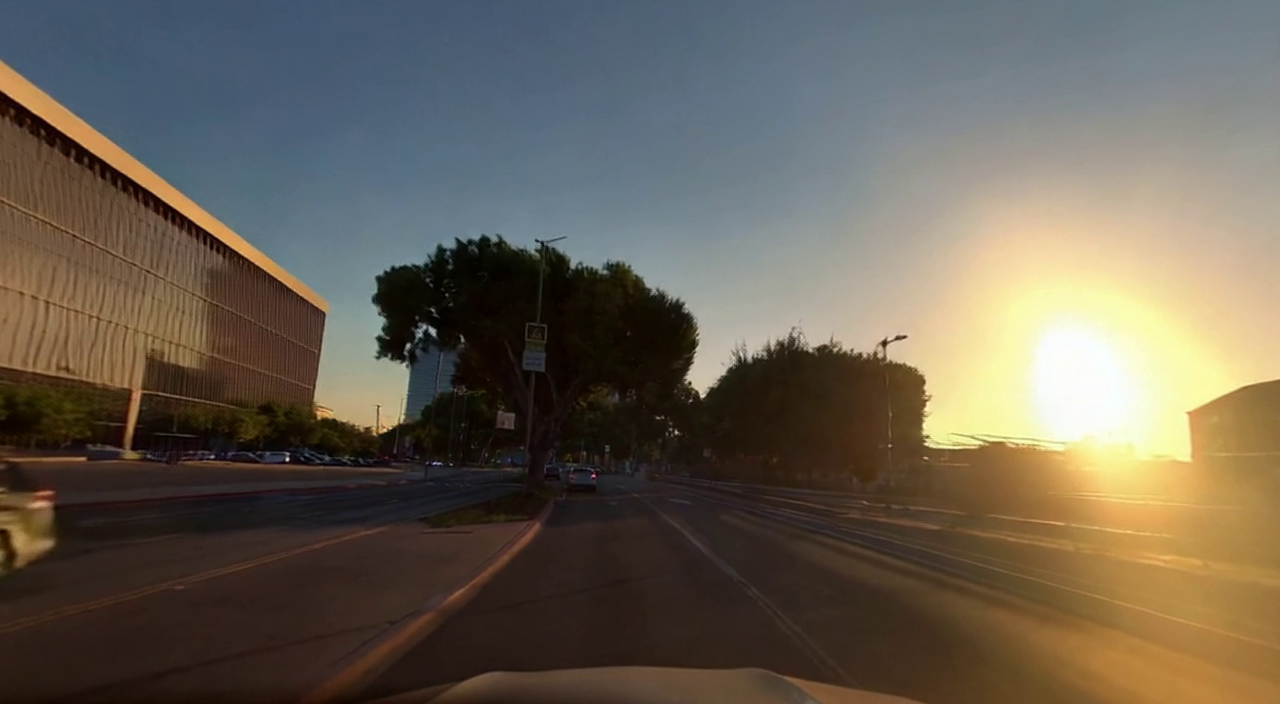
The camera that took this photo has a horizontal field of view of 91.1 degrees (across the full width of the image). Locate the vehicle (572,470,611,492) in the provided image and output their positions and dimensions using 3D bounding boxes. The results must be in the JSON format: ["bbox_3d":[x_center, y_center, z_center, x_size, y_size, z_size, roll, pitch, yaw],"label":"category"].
[{"bbox_3d":[-2.913,7.599,37.034,1.775,1.186,2.933,3,-11,-14],"label":"vehicle"}]
